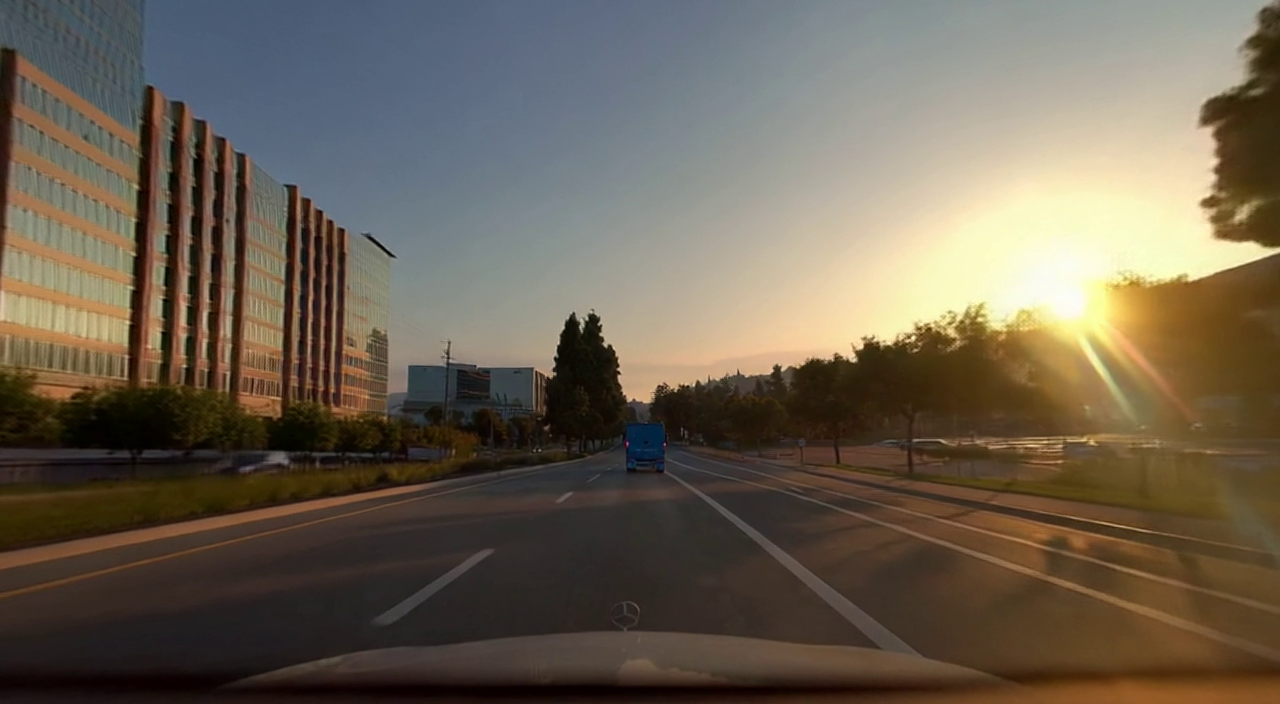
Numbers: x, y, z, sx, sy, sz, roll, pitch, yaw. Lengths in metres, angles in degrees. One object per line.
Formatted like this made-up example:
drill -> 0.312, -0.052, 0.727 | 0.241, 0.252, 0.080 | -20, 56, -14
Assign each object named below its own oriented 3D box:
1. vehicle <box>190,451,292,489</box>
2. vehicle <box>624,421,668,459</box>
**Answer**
vehicle -> -19.327, 5.698, 30.884 | 1.930, 1.633, 4.622 | 0, -8, 0
vehicle -> 0.266, 4.717, 33.667 | 2.178, 1.829, 4.932 | 0, -8, -1
